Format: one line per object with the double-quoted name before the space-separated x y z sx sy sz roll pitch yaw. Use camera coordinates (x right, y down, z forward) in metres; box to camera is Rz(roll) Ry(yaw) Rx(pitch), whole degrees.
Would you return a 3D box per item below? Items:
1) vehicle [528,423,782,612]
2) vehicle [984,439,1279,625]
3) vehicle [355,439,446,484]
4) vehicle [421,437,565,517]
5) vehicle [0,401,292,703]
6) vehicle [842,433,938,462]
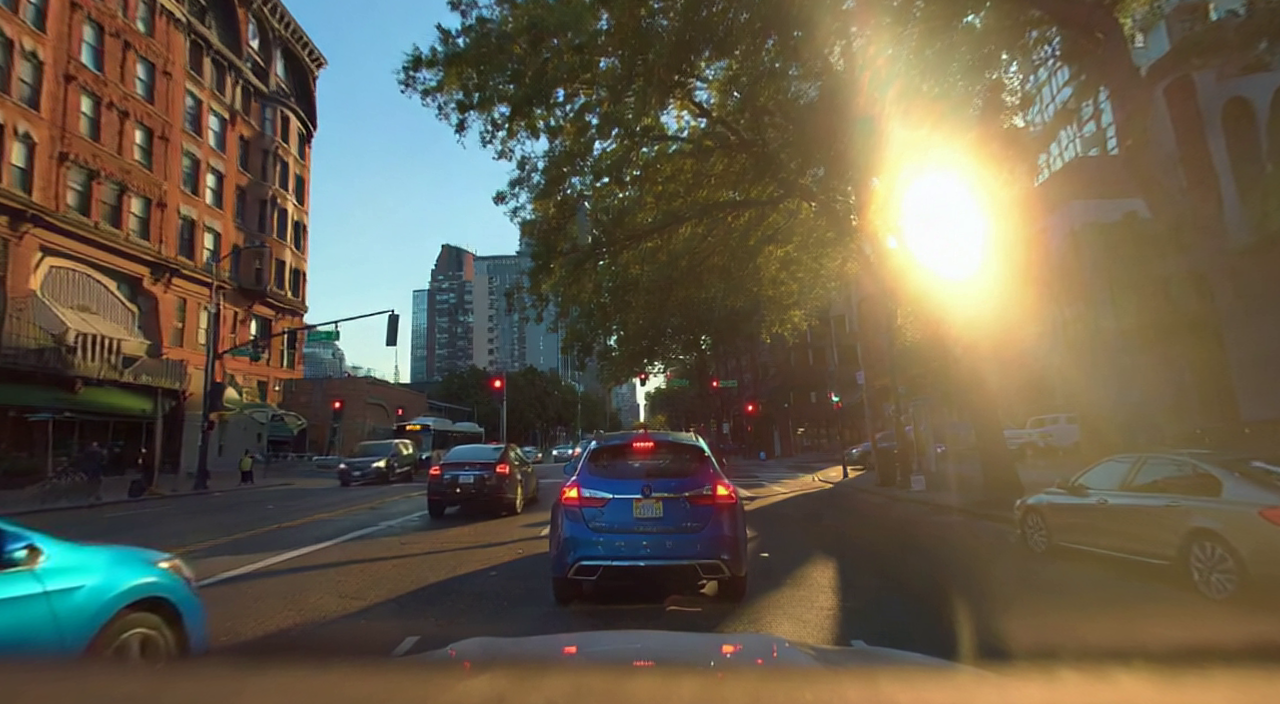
"vehicle" 0.103 1.597 6.897 2.022 1.481 3.564 0 -9 -1
"vehicle" 5.996 1.706 6.891 1.873 1.453 4.579 0 -9 0
"vehicle" -9.845 4.509 26.318 2.012 1.703 4.360 0 -9 1
"vehicle" -3.012 2.665 13.981 2.131 1.486 4.089 0 -9 1
"vehicle" -3.086 0.831 1.500 1.970 1.492 4.534 0 -9 -1
"vehicle" 16.393 6.269 41.510 5.345 1.811 2.175 0 -9 -1
